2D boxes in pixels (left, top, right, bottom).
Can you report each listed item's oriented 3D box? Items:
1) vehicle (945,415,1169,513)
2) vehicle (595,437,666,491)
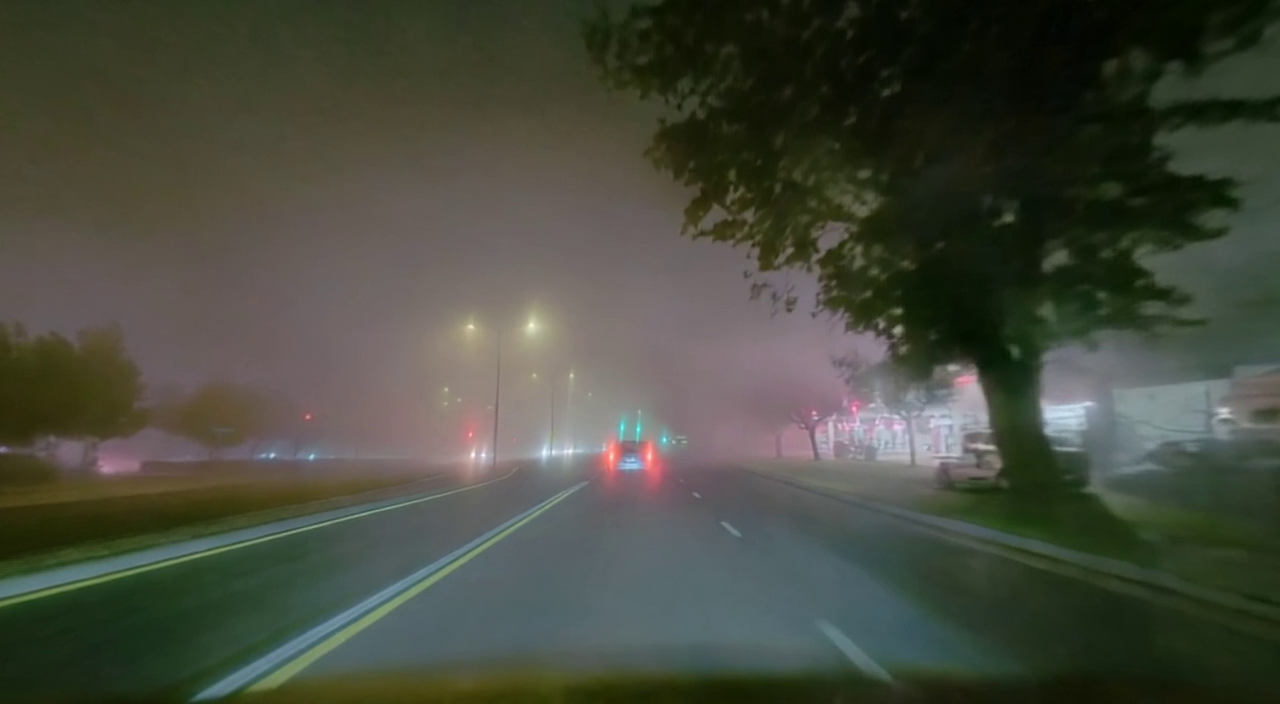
[{"bbox_3d":[9.271,2.529,14.662,2.083,1.882,4.674,0,-9,2],"label":"vehicle"},{"bbox_3d":[-0.266,3.579,20.448,2.062,1.519,4.214,0,-9,0],"label":"vehicle"}]
